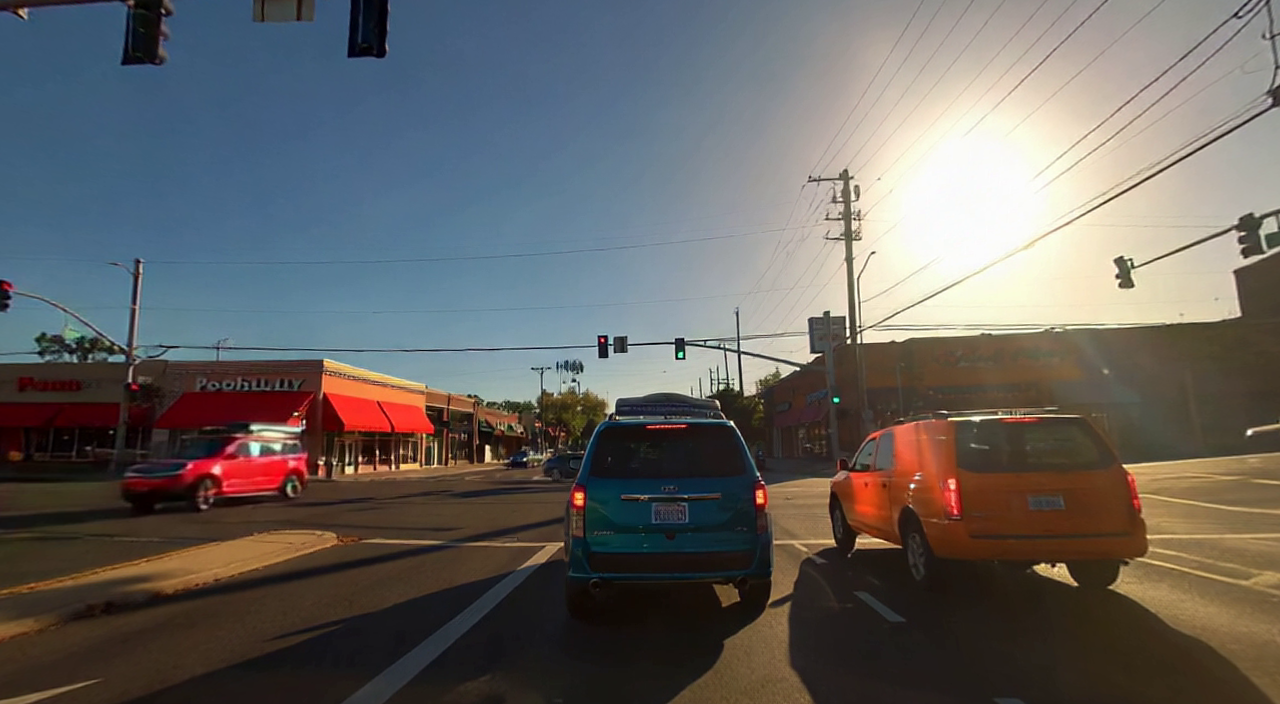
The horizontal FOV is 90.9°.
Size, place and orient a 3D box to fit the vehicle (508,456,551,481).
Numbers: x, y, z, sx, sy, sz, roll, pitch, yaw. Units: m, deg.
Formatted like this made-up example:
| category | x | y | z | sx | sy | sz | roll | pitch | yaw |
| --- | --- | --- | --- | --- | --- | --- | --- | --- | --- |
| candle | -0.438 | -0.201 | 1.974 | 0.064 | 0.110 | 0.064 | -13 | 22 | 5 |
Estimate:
| category | x | y | z | sx | sy | sz | roll | pitch | yaw |
| --- | --- | --- | --- | --- | --- | --- | --- | --- | --- |
| vehicle | -8.398 | 8.839 | 48.202 | 2.023 | 1.713 | 4.451 | -1 | -8 | 6 |

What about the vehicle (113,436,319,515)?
| category | x | y | z | sx | sy | sz | roll | pitch | yaw |
| --- | --- | --- | --- | --- | --- | --- | --- | --- | --- |
| vehicle | -10.925 | 3.183 | 16.818 | 2.029 | 1.776 | 4.711 | -1 | -8 | 3 |

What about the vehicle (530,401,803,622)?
| category | x | y | z | sx | sy | sz | roll | pitch | yaw |
| --- | --- | --- | --- | --- | --- | --- | --- | --- | --- |
| vehicle | 0.258 | 1.509 | 6.829 | 2.098 | 1.682 | 3.778 | 0 | -8 | 2 |

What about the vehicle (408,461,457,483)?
| category | x | y | z | sx | sy | sz | roll | pitch | yaw |
| --- | --- | --- | --- | --- | --- | --- | --- | --- | --- |
| vehicle | -15.483 | 8.961 | 47.269 | 1.875 | 1.475 | 4.449 | -1 | -8 | 5 |

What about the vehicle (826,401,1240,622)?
| category | x | y | z | sx | sy | sz | roll | pitch | yaw |
| --- | --- | --- | --- | --- | --- | --- | --- | --- | --- |
| vehicle | 3.616 | 1.523 | 6.976 | 1.976 | 1.664 | 4.189 | -1 | -8 | 2 |

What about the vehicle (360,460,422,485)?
| category | x | y | z | sx | sy | sz | roll | pitch | yaw |
| --- | --- | --- | --- | --- | --- | --- | --- | --- | --- |
| vehicle | -16.234 | 7.855 | 41.429 | 1.872 | 1.433 | 4.404 | -1 | -8 | 6 |
